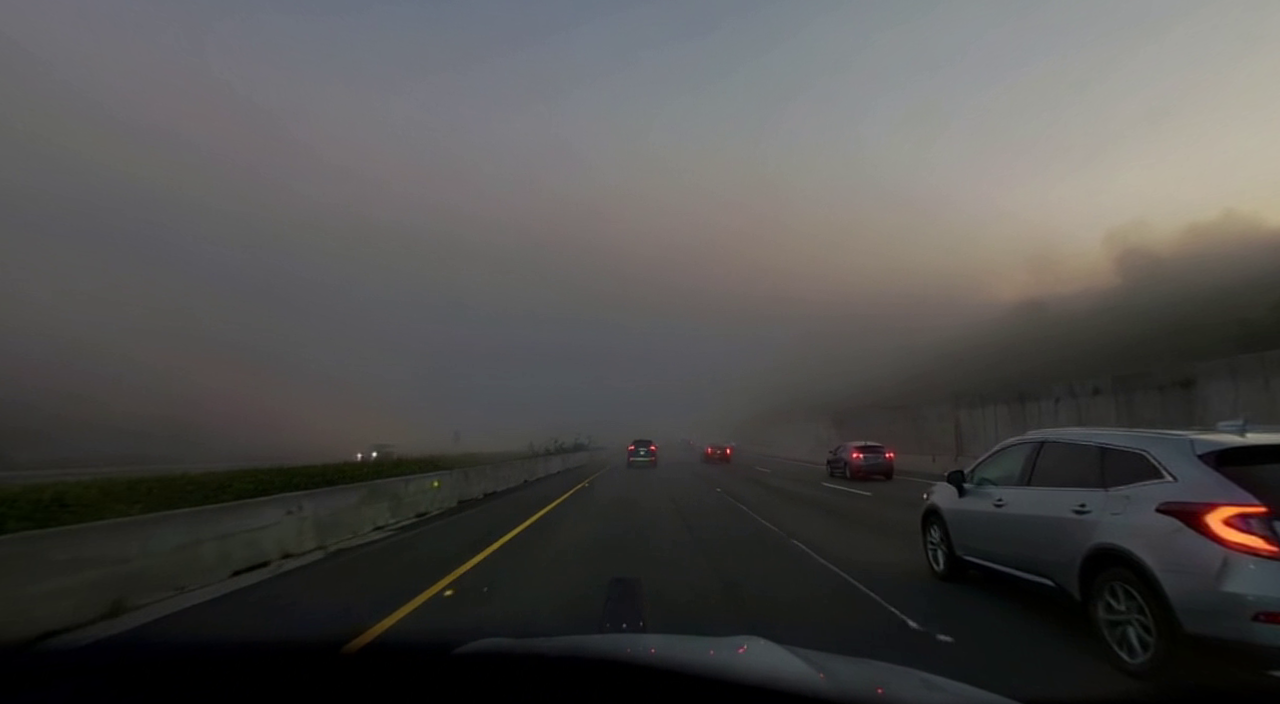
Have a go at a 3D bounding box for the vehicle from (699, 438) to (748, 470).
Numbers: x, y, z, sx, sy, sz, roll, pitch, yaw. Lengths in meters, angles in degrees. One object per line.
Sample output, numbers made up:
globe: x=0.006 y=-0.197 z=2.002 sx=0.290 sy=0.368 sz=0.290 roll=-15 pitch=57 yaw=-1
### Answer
vehicle: x=4.146 y=5.119 z=31.819 sx=1.825 sy=1.487 sz=4.034 roll=0 pitch=-8 yaw=-1

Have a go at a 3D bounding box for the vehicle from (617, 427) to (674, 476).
vehicle: x=0.185 y=4.147 z=26.414 sx=2.189 sy=1.852 sz=4.038 roll=0 pitch=-8 yaw=0

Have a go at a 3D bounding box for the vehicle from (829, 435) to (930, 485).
vehicle: x=8.067 y=3.668 z=21.700 sx=1.810 sy=1.516 sz=4.183 roll=0 pitch=-8 yaw=0

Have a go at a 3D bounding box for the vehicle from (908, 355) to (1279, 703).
vehicle: x=3.714 y=1.061 z=4.127 sx=2.003 sy=1.661 sz=4.418 roll=-1 pitch=-8 yaw=1
